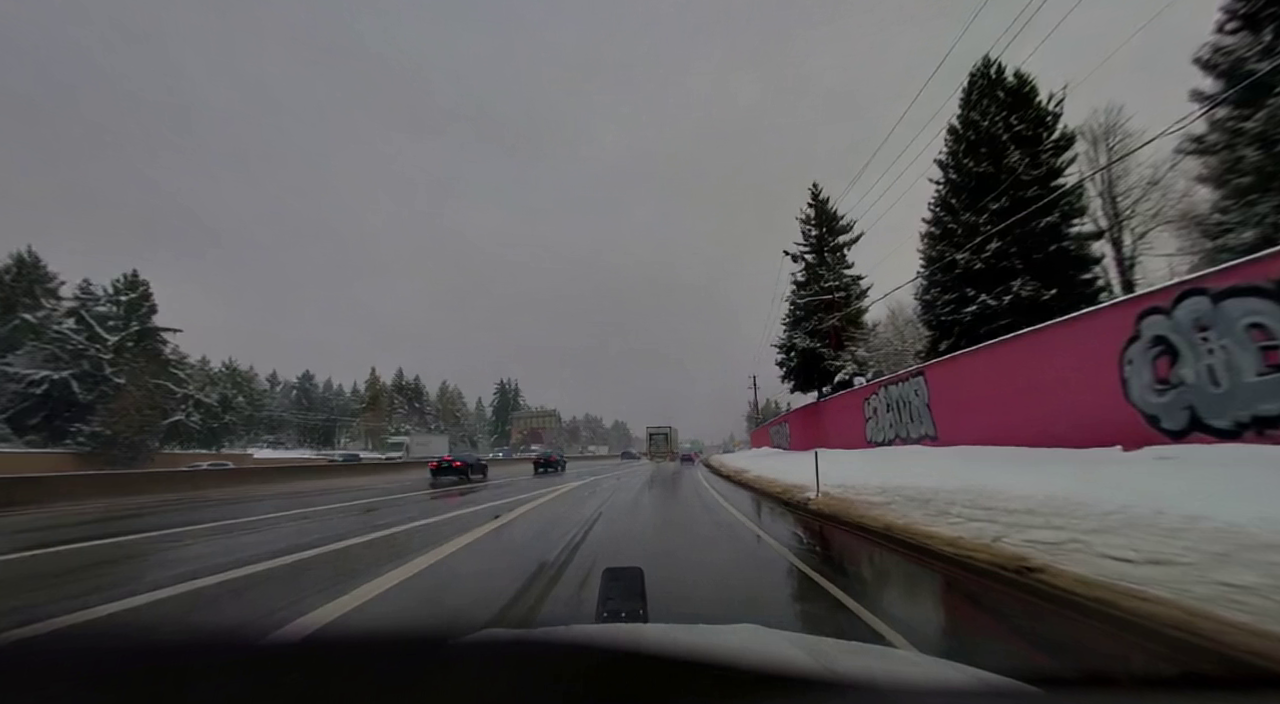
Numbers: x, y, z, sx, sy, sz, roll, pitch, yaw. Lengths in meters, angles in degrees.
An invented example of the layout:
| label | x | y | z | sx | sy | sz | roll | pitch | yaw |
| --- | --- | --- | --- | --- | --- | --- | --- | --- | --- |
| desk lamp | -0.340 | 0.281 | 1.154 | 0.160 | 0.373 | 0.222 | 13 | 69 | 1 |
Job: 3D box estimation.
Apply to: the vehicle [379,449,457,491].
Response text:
| label | x | y | z | sx | sy | sz | roll | pitch | yaw |
| --- | --- | --- | --- | --- | --- | --- | --- | --- | --- |
| vehicle | -8.498 | 4.524 | 24.375 | 1.708 | 1.489 | 2.840 | -1 | -9 | 6 |

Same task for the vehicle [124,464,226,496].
| label | x | y | z | sx | sy | sz | roll | pitch | yaw |
| --- | --- | --- | --- | --- | --- | --- | --- | --- | --- |
| vehicle | -24.167 | 6.632 | 32.963 | 1.811 | 1.426 | 4.262 | -1 | -9 | 5 |
